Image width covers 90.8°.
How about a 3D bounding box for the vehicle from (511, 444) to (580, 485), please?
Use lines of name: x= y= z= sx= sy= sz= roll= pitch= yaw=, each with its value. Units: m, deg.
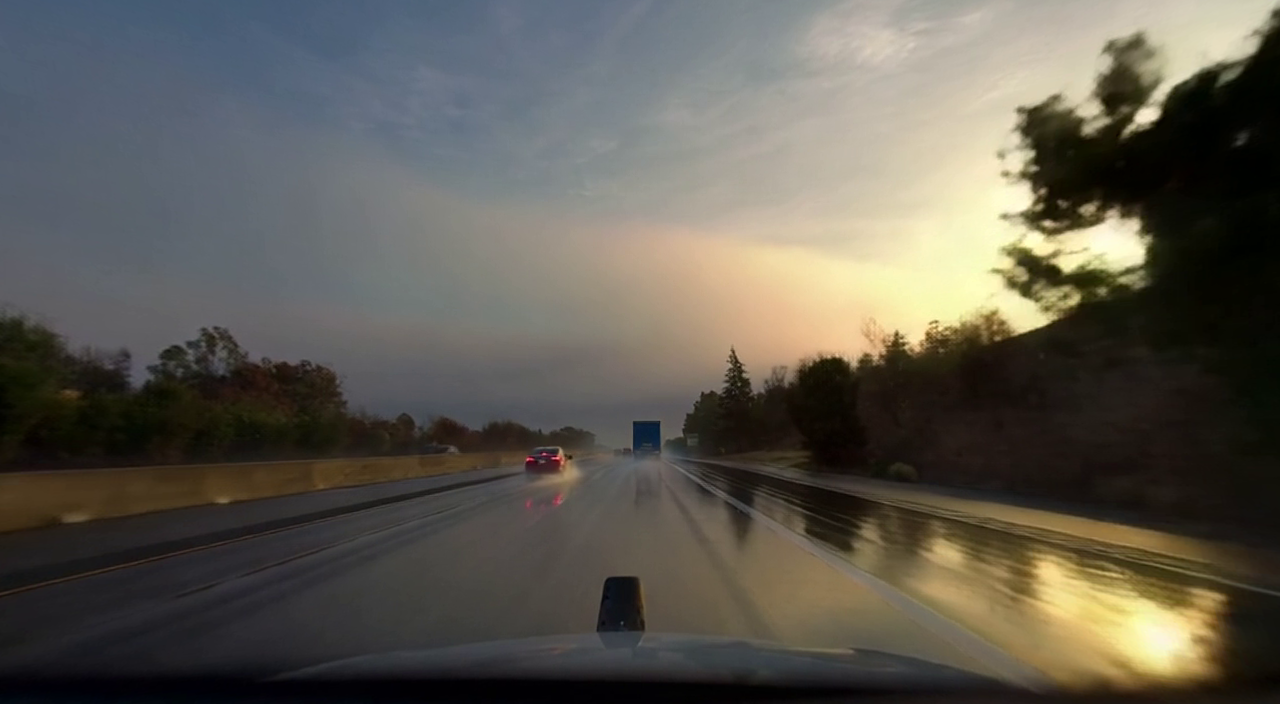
vehicle: x=-3.893 y=4.737 z=26.847 sx=1.999 sy=1.533 sz=4.870 roll=-1 pitch=-9 yaw=2
